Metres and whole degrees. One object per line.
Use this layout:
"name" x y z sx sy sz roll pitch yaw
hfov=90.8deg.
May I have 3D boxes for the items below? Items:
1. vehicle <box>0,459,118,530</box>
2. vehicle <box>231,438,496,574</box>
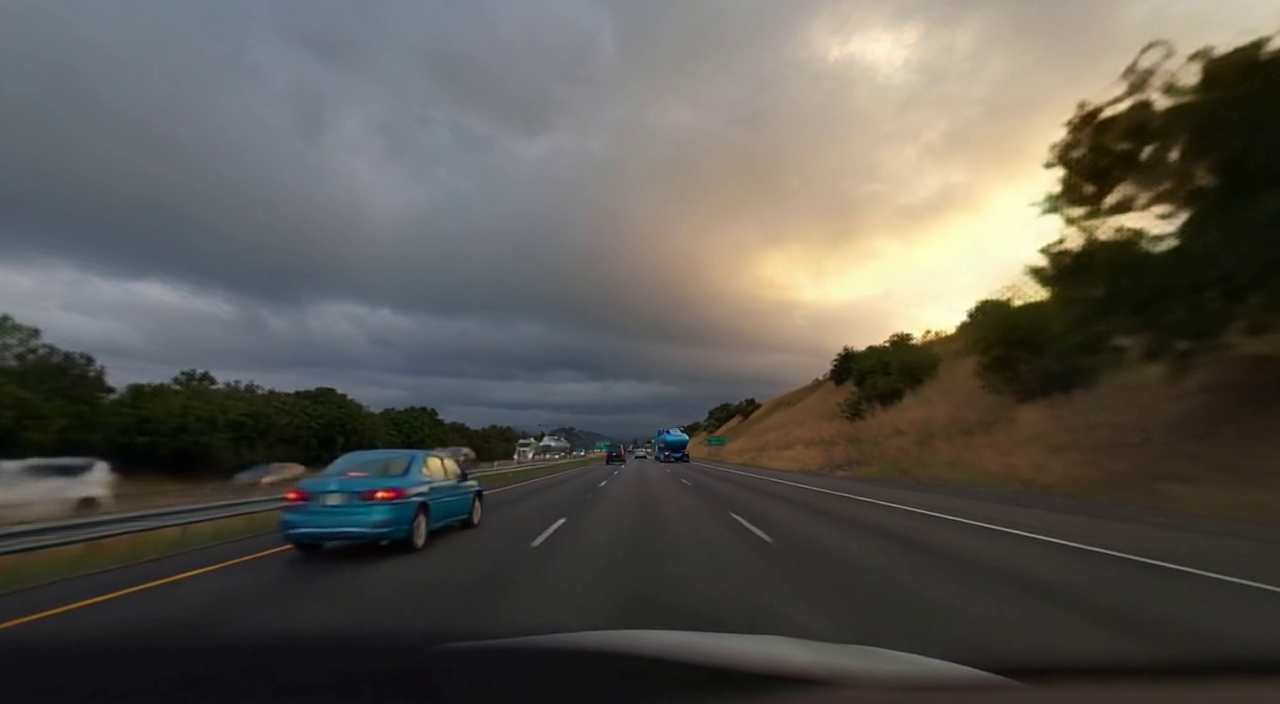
"vehicle" -15.150 3.392 15.183 1.786 1.510 3.926 0 -9 0
"vehicle" -3.562 2.040 9.099 2.013 1.498 3.908 -1 -9 1
